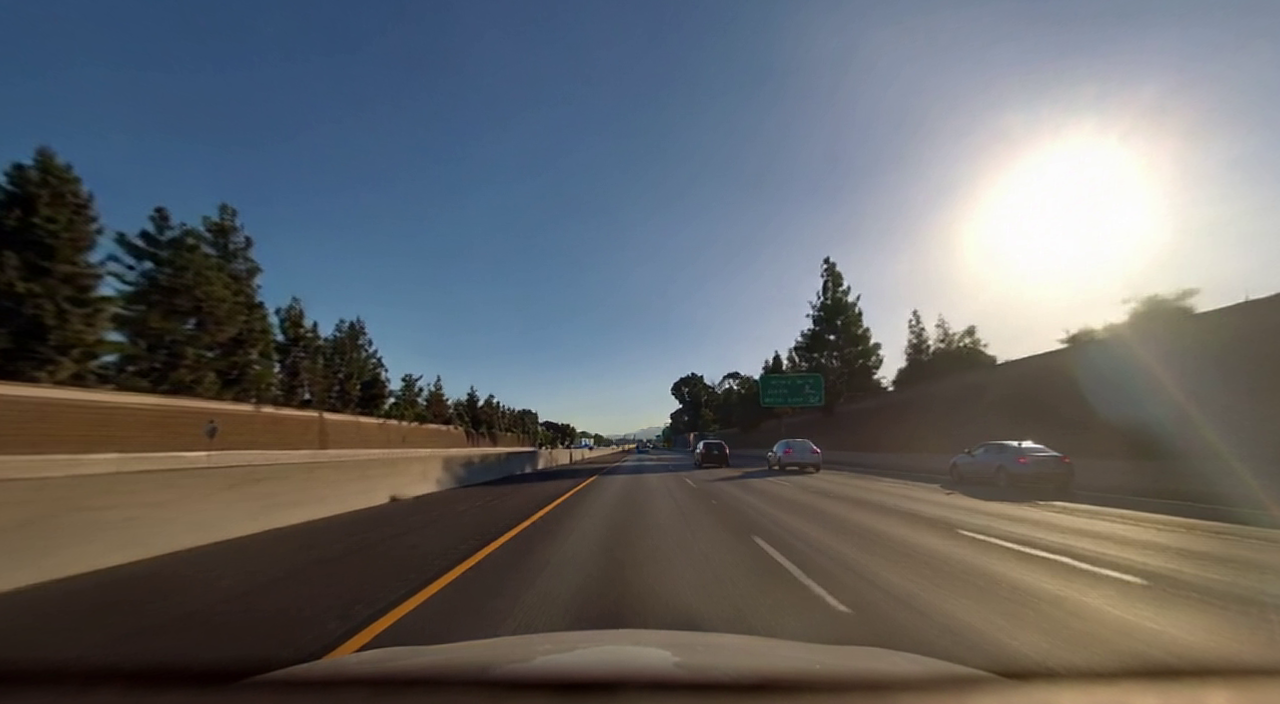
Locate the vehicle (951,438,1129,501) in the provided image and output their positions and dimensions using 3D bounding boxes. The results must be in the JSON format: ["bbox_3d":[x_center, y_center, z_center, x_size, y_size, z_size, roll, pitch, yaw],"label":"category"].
[{"bbox_3d":[10.740,3.170,17.431,1.970,1.479,4.480,0,-9,0],"label":"vehicle"}]

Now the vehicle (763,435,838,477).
[{"bbox_3d":[7.227,4.744,28.944,2.178,1.749,4.570,0,-9,-1],"label":"vehicle"}]

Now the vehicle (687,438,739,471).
[{"bbox_3d":[3.909,5.590,34.541,2.326,1.644,4.206,0,-9,0],"label":"vehicle"}]
